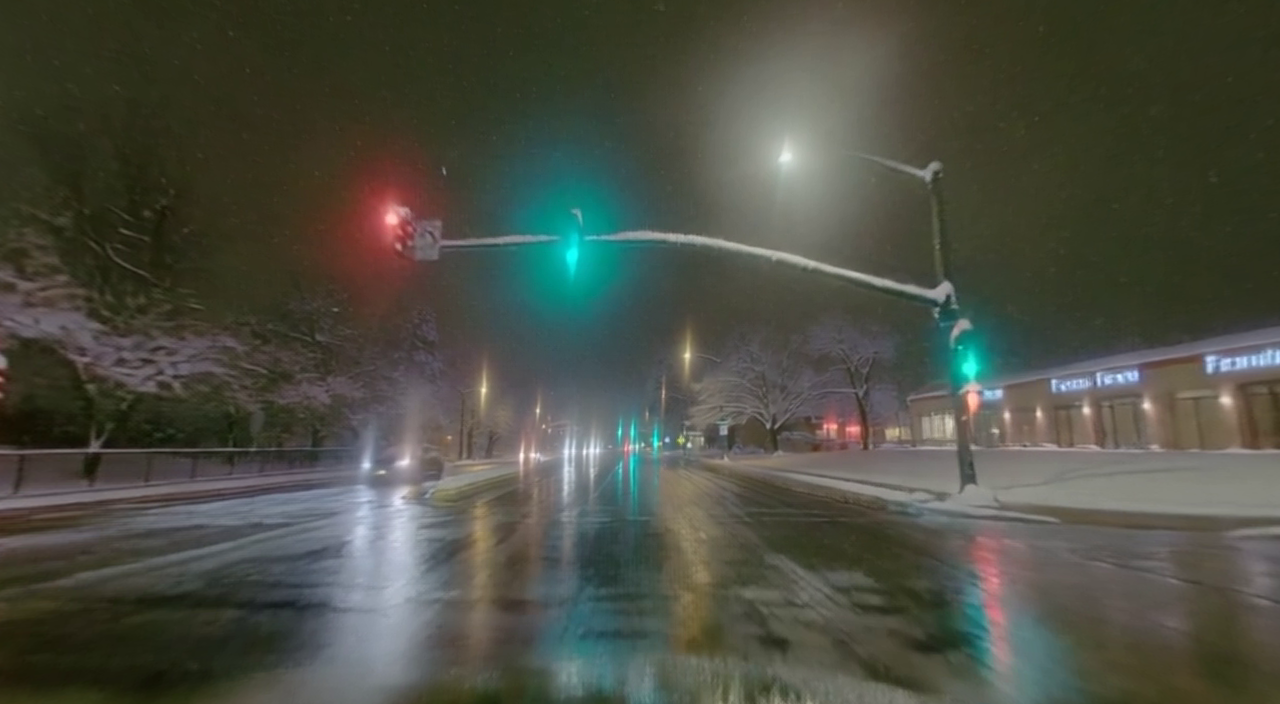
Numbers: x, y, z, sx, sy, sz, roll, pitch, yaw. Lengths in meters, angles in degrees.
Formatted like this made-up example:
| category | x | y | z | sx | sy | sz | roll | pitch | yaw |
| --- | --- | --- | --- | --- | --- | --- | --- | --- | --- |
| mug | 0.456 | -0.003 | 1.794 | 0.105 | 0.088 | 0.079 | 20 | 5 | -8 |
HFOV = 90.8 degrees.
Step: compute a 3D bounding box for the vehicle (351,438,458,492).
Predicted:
| category | x | y | z | sx | sy | sz | roll | pitch | yaw |
| --- | --- | --- | --- | --- | --- | --- | --- | --- | --- |
| vehicle | -7.731 | 3.807 | 21.260 | 2.011 | 1.490 | 4.472 | -3 | -10 | -2 |
